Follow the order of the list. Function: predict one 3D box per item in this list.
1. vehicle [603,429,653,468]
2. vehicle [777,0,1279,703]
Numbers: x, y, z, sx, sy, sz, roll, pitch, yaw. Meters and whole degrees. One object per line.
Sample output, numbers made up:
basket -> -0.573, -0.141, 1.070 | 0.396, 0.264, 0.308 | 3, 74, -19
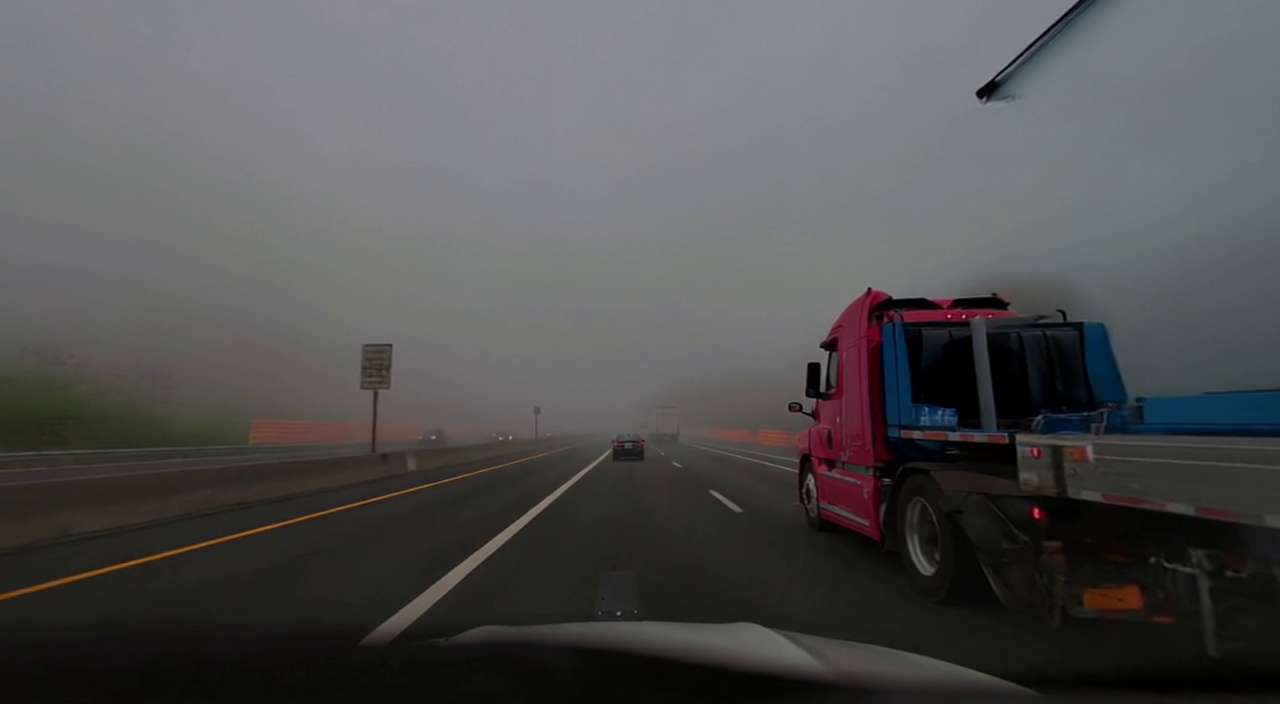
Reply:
vehicle -> -0.495, 3.917, 25.852 | 1.929, 1.469, 3.677 | 0, -8, -1
vehicle -> 3.459, -0.016, 2.869 | 2.919, 3.634, 10.888 | 0, -8, -2
